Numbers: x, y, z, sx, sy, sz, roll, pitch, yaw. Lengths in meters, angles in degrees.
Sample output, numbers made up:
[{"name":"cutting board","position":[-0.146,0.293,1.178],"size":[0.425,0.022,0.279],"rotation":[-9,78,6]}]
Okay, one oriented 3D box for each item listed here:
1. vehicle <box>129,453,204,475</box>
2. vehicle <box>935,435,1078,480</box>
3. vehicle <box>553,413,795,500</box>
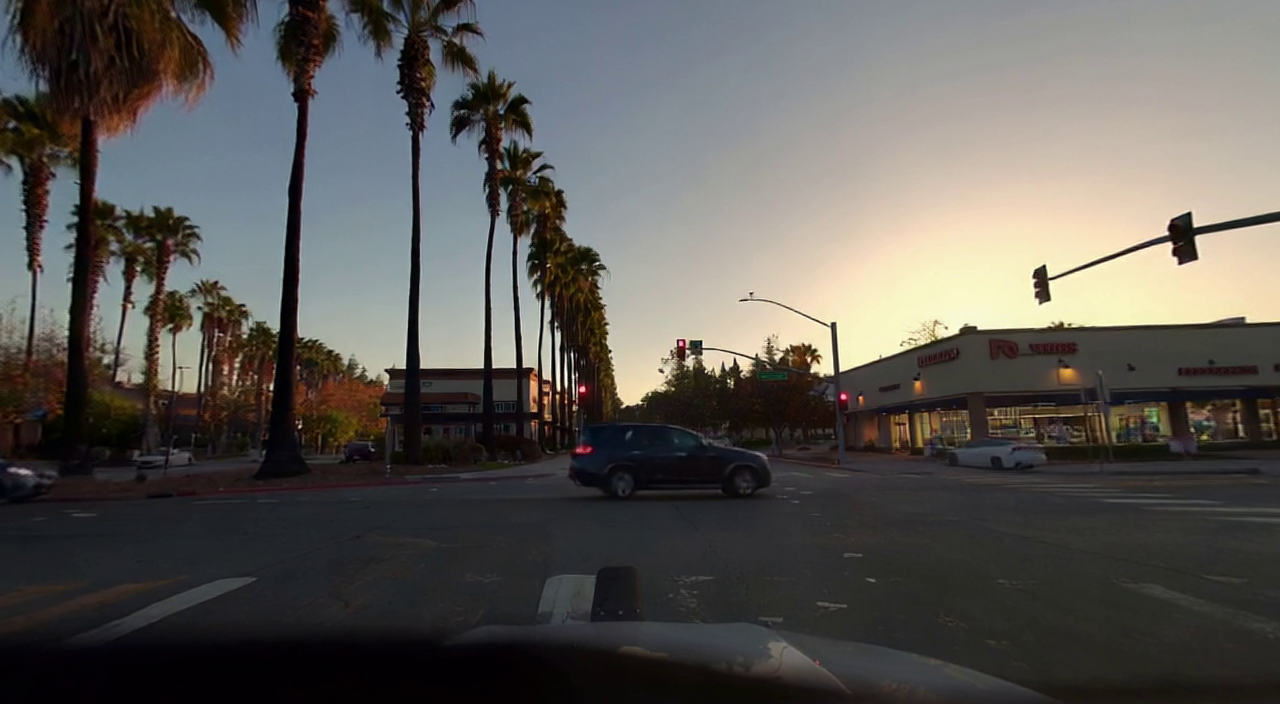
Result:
[{"name":"vehicle","position":[-37.258,8.816,49.674],"size":[2.160,1.565,4.868],"rotation":[0,-9,-1]},{"name":"vehicle","position":[14.979,4.339,26.083],"size":[4.722,1.717,2.000],"rotation":[-3,-9,19]},{"name":"vehicle","position":[0.741,2.592,15.790],"size":[5.619,1.951,2.321],"rotation":[1,-8,-4]}]
